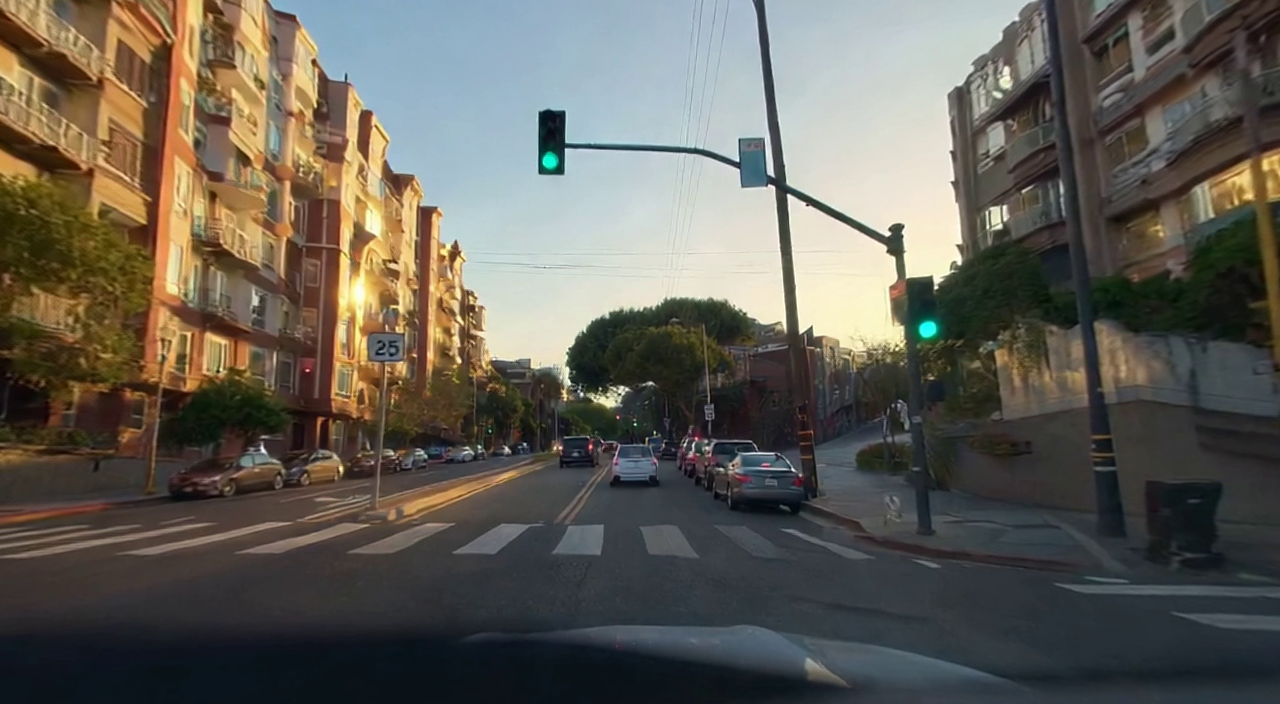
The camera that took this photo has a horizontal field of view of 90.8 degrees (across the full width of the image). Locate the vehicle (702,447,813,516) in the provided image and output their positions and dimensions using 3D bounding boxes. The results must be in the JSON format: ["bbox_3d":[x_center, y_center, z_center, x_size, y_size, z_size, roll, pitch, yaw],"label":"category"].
[{"bbox_3d":[2.805,3.190,16.175,1.874,1.468,4.550,0,-8,-1],"label":"vehicle"}]

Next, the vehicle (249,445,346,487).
[{"bbox_3d":[-14.155,4.697,26.444,1.805,1.580,4.477,0,-8,-4],"label":"vehicle"}]

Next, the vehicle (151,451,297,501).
[{"bbox_3d":[-13.915,4.125,21.523,1.863,1.468,4.565,0,-8,0],"label":"vehicle"}]

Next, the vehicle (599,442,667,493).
[{"bbox_3d":[-0.279,3.723,20.718,2.026,1.496,3.701,0,-8,-2],"label":"vehicle"}]

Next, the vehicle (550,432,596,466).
[{"bbox_3d":[-3.556,5.290,34.384,2.065,1.705,4.353,0,-8,0],"label":"vehicle"}]

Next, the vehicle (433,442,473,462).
[{"bbox_3d":[-14.531,7.802,49.318,1.907,1.480,4.498,0,-8,-2],"label":"vehicle"}]

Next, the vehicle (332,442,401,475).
[{"bbox_3d":[-14.404,5.630,33.547,1.887,1.619,4.208,0,-8,-2],"label":"vehicle"}]
